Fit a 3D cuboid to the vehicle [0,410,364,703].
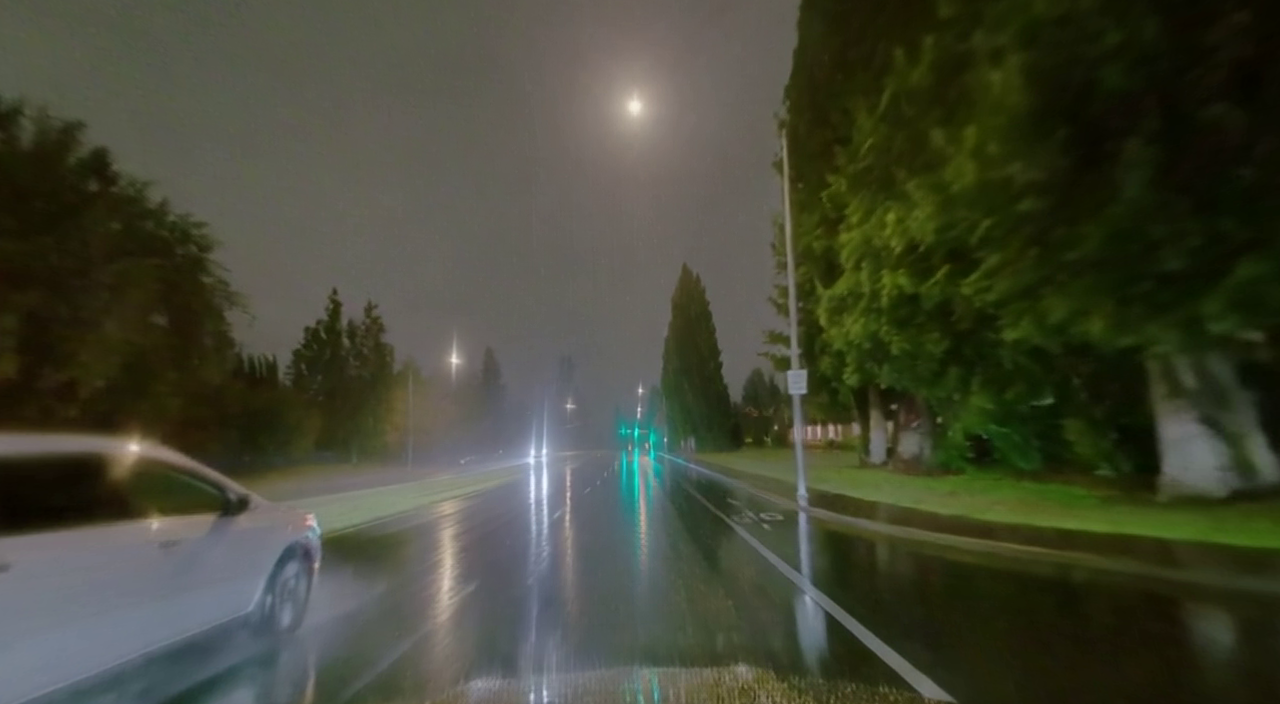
[{"bbox_3d":[-3.316,1.032,2.767,2.020,1.478,4.890,0,-8,0],"label":"vehicle"}]
